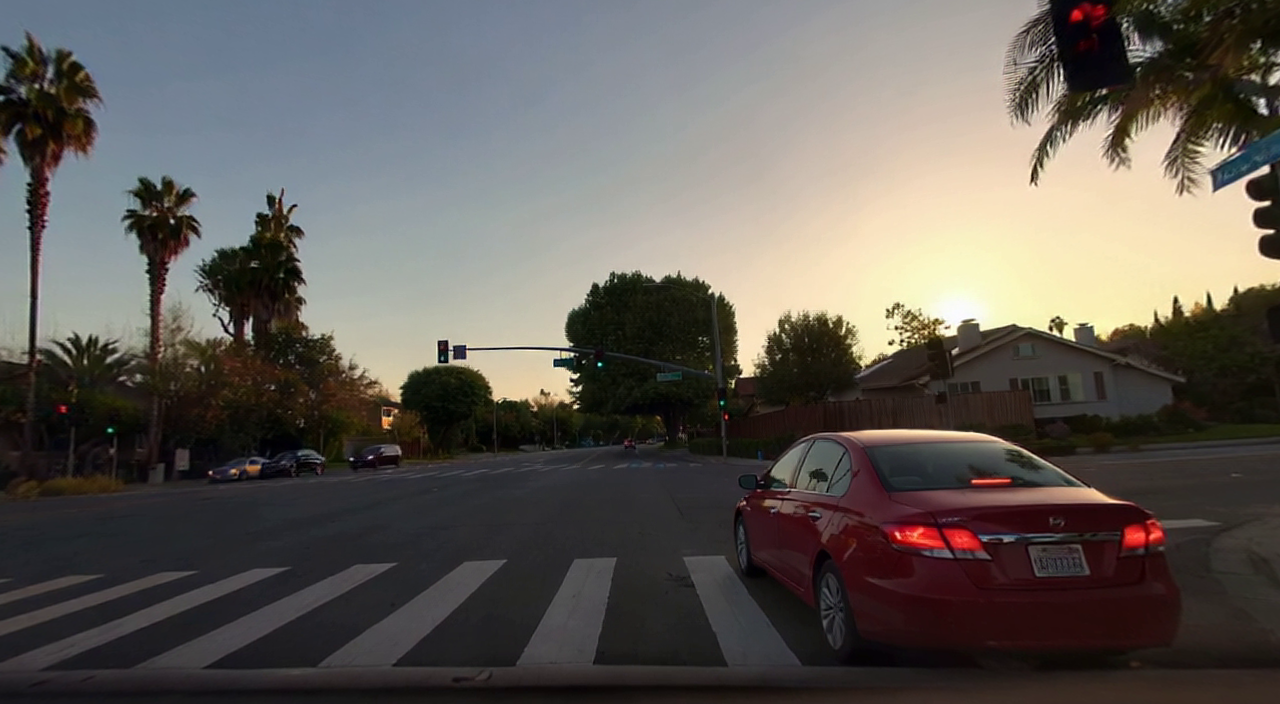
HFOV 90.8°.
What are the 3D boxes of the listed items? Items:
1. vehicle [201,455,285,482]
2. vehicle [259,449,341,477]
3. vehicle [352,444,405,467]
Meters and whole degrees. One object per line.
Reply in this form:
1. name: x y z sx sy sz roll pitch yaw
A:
1. vehicle: -24.116 7.069 38.591 2.019 1.427 4.630 0 -9 2
2. vehicle: -20.038 6.524 37.517 2.084 1.528 4.778 0 -9 1
3. vehicle: -19.870 7.910 48.266 1.929 1.644 4.763 0 -9 0
